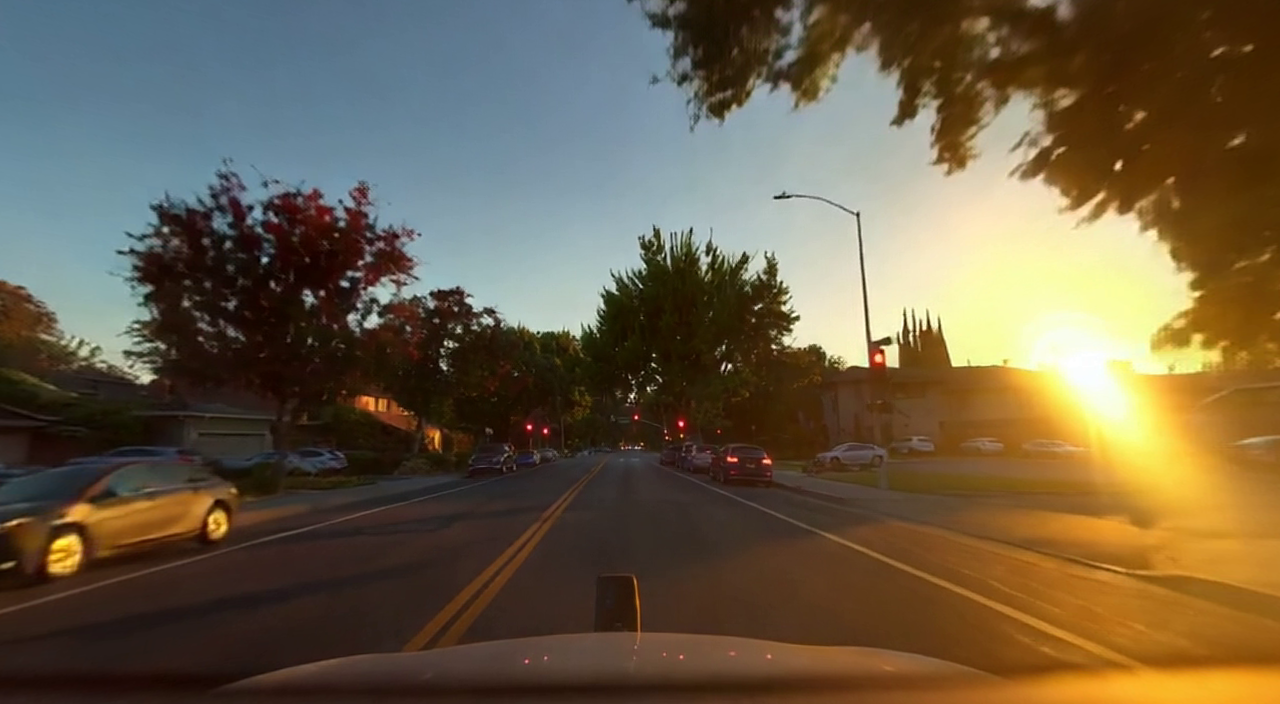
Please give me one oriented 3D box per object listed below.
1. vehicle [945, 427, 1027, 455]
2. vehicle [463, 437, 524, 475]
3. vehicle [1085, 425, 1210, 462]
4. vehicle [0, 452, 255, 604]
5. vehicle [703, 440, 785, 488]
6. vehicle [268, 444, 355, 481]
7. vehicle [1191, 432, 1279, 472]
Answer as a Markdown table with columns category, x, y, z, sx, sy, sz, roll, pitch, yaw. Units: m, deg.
| category | x | y | z | sx | sy | sz | roll | pitch | yaw |
| --- | --- | --- | --- | --- | --- | --- | --- | --- | --- |
| vehicle | 24.317 | 6.313 | 44.473 | 4.476 | 1.795 | 2.055 | -1 | -9 | -2 |
| vehicle | -8.398 | 6.002 | 36.826 | 2.420 | 2.004 | 5.615 | 0 | -8 | -2 |
| vehicle | 24.778 | 4.500 | 30.961 | 4.213 | 1.644 | 2.105 | -2 | -9 | 1 |
| vehicle | -7.331 | 2.061 | 8.221 | 1.954 | 1.430 | 4.395 | 0 | -8 | -2 |
| vehicle | 3.643 | 4.009 | 22.955 | 1.955 | 1.536 | 4.395 | 0 | -8 | -4 |
| vehicle | -14.889 | 5.010 | 28.882 | 1.848 | 1.562 | 3.827 | 0 | -8 | 1 |
| vehicle | 24.924 | 4.011 | 25.381 | 3.711 | 1.539 | 1.901 | 0 | -8 | -1 |
